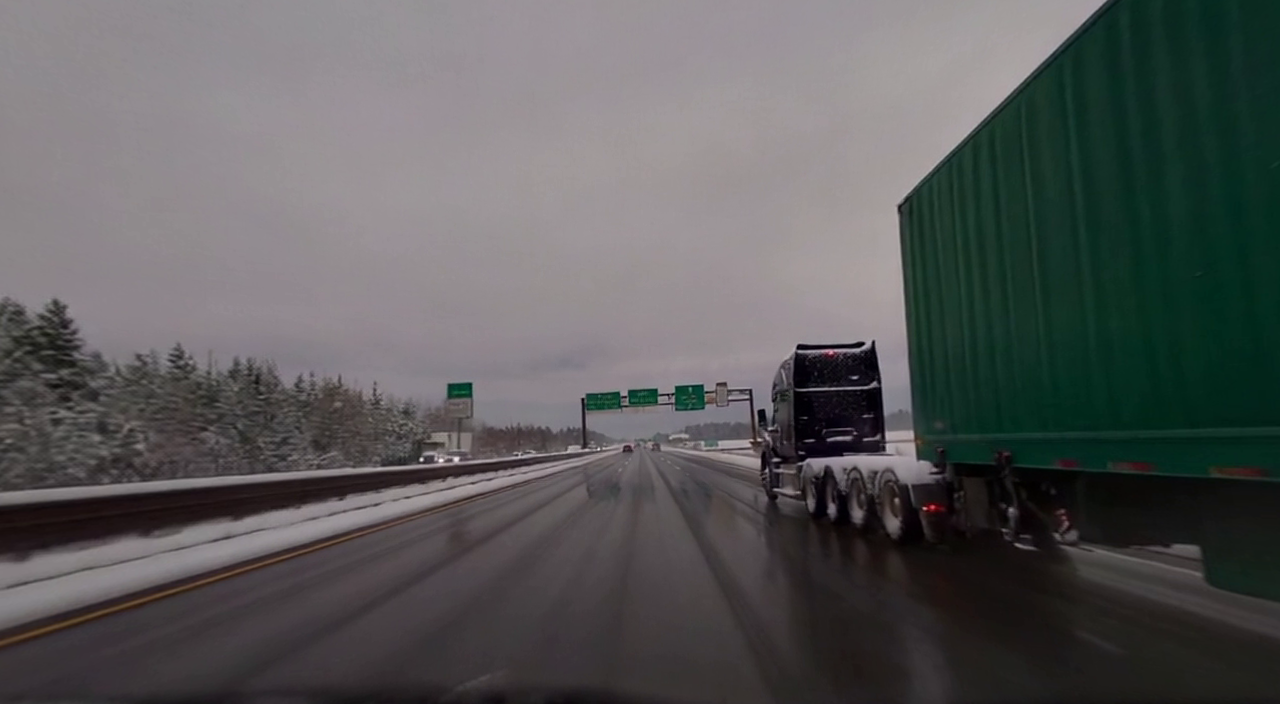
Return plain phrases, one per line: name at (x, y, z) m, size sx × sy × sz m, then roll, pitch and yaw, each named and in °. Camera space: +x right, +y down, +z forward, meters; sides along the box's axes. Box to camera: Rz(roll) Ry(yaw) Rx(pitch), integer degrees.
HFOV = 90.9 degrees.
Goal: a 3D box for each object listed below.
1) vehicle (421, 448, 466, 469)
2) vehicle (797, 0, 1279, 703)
vehicle at (-14.465, 7.870, 46.651) m, size 1.869 × 1.464 × 4.207 m, roll 0°, pitch -9°, yaw 1°
vehicle at (4.093, -0.160, 3.584) m, size 3.060 × 4.100 × 13.141 m, roll 0°, pitch -9°, yaw 0°
